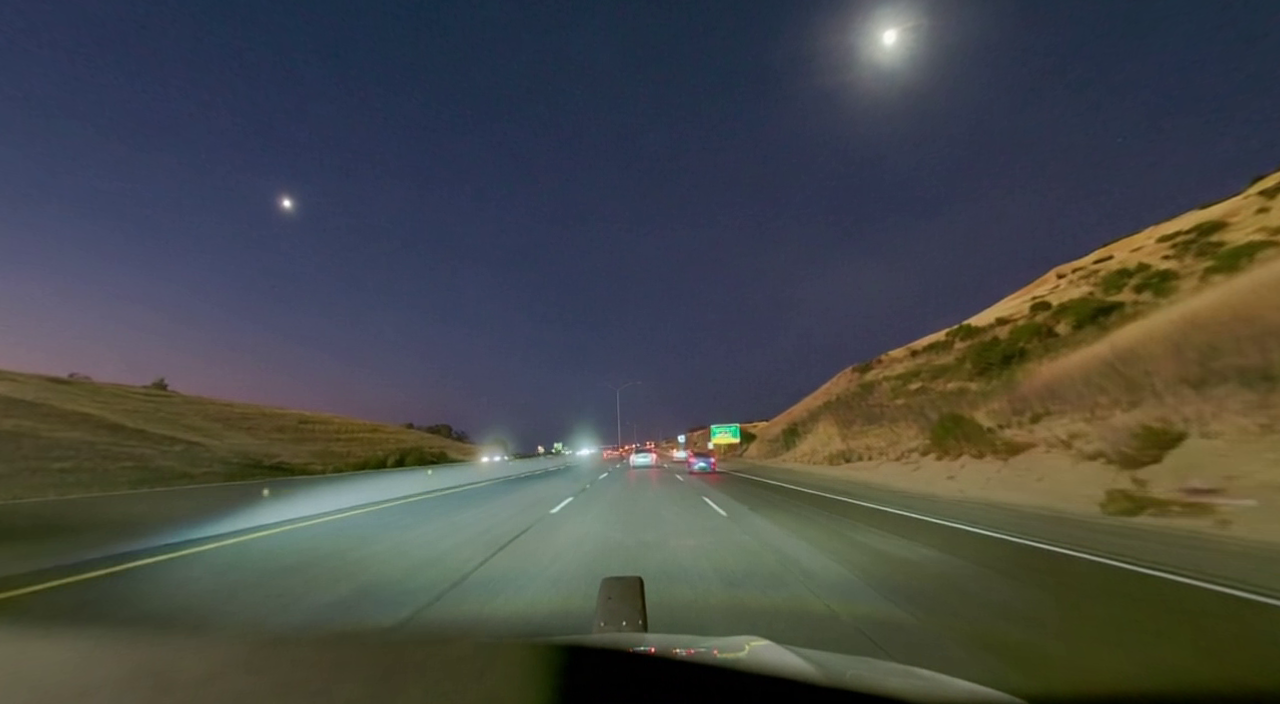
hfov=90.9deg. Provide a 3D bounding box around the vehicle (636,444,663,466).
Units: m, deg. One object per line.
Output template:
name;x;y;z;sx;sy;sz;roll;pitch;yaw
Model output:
vehicle;0.700;8.068;49.534;1.986;1.576;4.312;0;-8;0

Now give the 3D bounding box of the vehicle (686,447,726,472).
vehicle;3.870;6.377;37.646;1.976;1.352;3.602;0;-8;0
